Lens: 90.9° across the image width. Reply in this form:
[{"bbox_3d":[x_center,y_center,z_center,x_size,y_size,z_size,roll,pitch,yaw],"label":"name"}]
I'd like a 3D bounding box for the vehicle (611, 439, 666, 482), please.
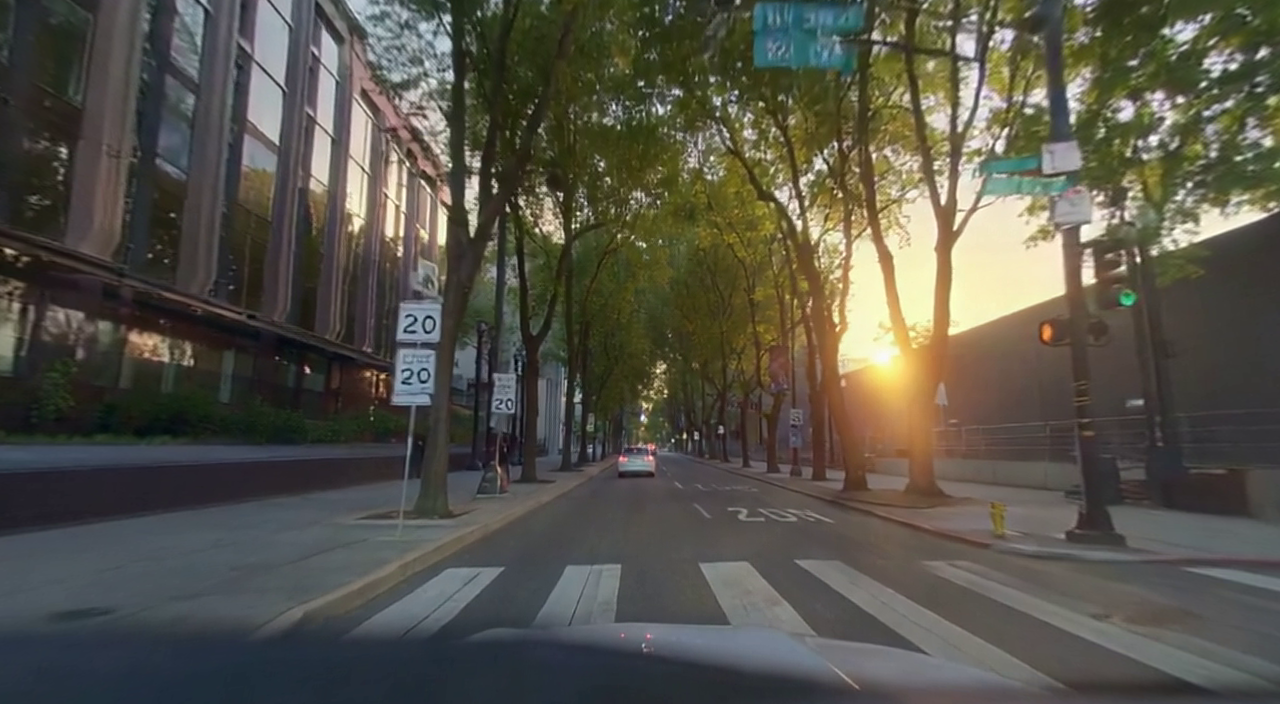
[{"bbox_3d":[-0.090,4.431,25.933,2.079,1.621,3.861,0,-9,-1],"label":"vehicle"}]
